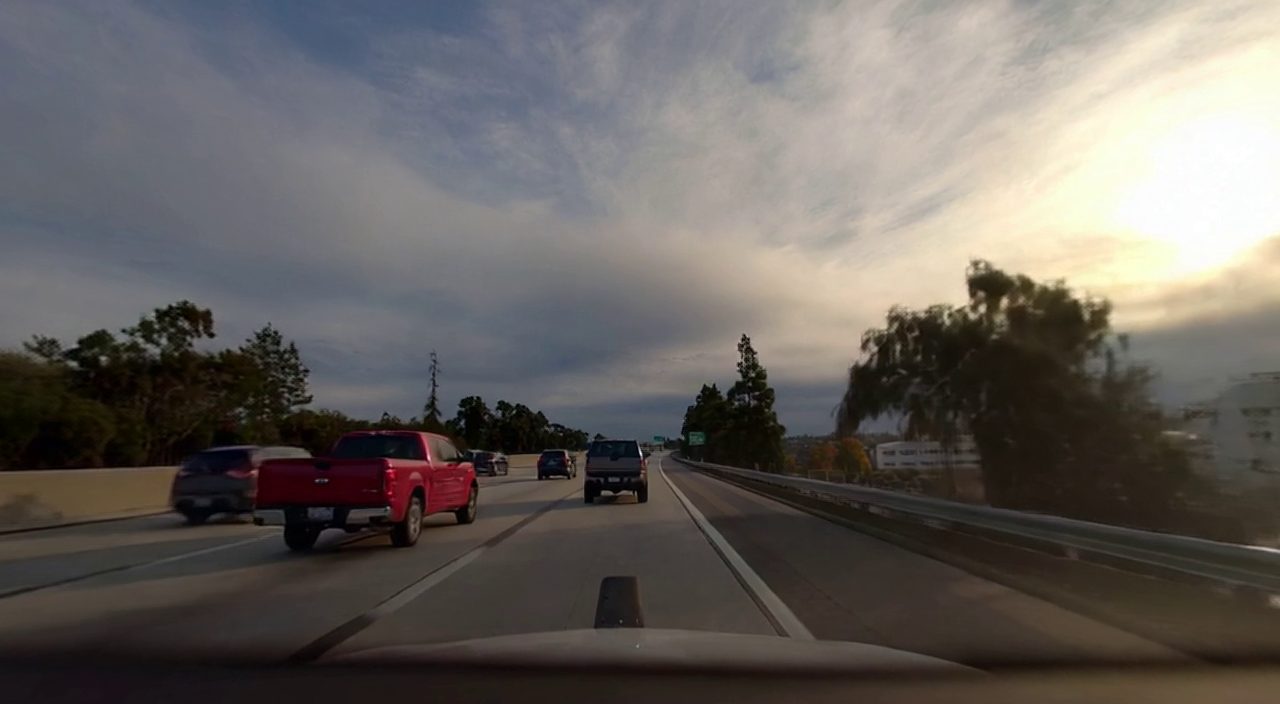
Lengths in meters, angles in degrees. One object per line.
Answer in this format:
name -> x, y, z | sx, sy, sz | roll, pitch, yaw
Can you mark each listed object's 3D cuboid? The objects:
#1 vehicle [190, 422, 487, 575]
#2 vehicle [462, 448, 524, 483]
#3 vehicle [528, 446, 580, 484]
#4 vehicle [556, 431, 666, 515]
vehicle -> -4.020, 2.031, 9.744 | 2.038, 1.704, 5.181 | 0, -8, 0
vehicle -> -7.837, 6.074, 34.169 | 2.115, 1.705, 4.843 | 0, -8, 1
vehicle -> -4.361, 5.771, 32.659 | 1.991, 1.776, 4.333 | 0, -8, 1
vehicle -> -0.566, 2.867, 15.474 | 2.293, 1.753, 4.380 | 0, -8, 1
